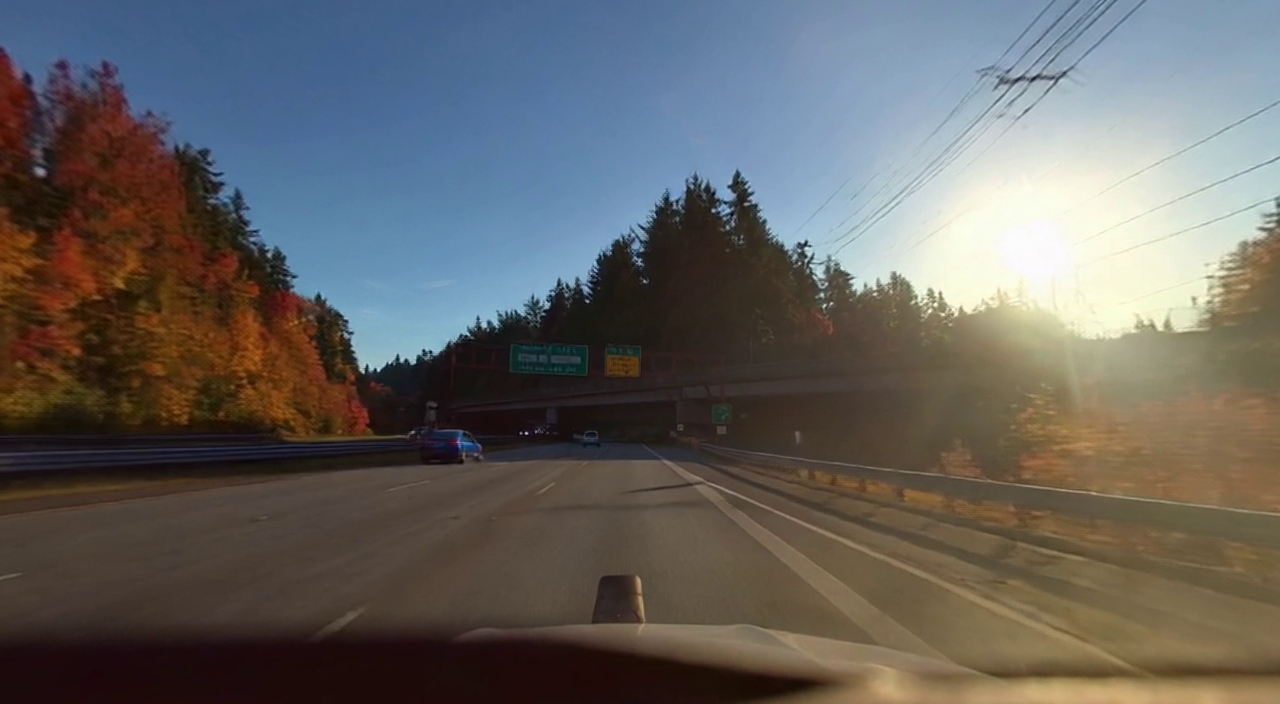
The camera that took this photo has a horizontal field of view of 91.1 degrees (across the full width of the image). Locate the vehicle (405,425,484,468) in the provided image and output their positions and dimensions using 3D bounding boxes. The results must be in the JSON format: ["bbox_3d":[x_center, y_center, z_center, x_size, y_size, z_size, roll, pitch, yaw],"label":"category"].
[{"bbox_3d":[-8.321,4.054,27.261,1.987,1.677,4.580,0,-8,0],"label":"vehicle"}]
